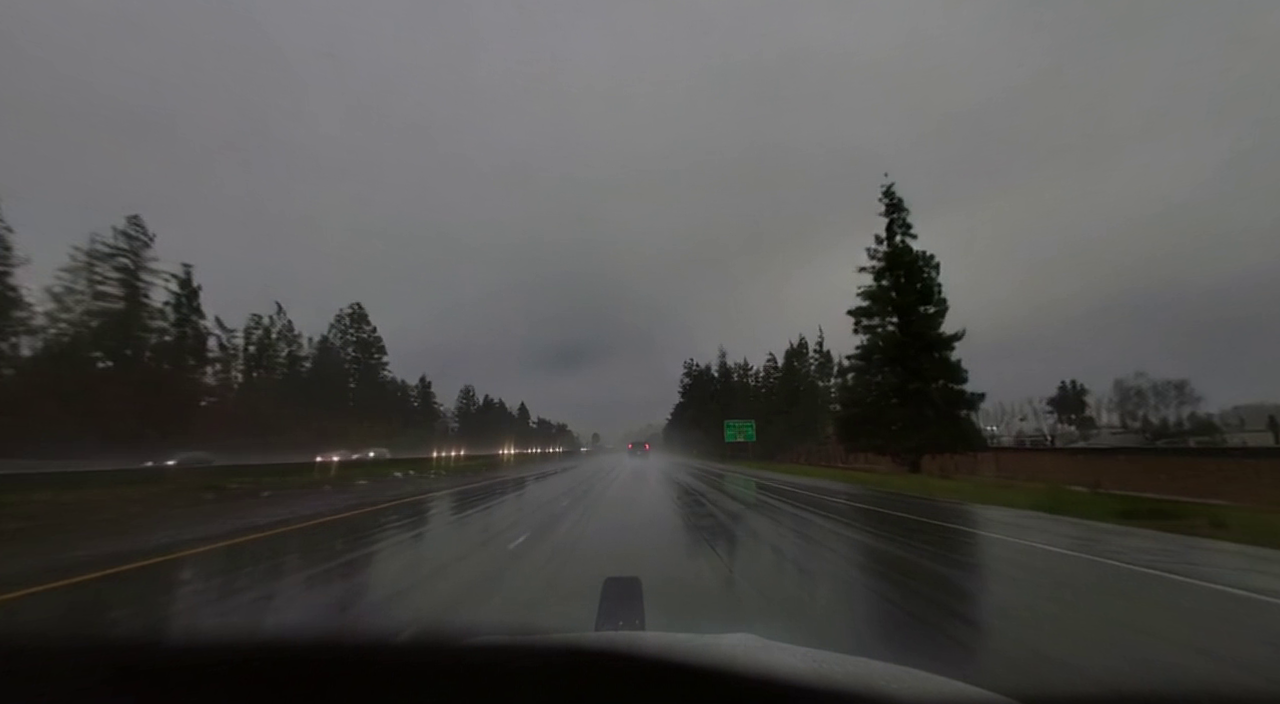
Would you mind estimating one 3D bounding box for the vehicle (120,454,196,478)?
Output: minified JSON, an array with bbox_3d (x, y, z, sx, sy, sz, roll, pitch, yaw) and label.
[{"bbox_3d":[-32.145,7.576,42.288,1.778,1.470,4.225,0,-9,0],"label":"vehicle"}]
